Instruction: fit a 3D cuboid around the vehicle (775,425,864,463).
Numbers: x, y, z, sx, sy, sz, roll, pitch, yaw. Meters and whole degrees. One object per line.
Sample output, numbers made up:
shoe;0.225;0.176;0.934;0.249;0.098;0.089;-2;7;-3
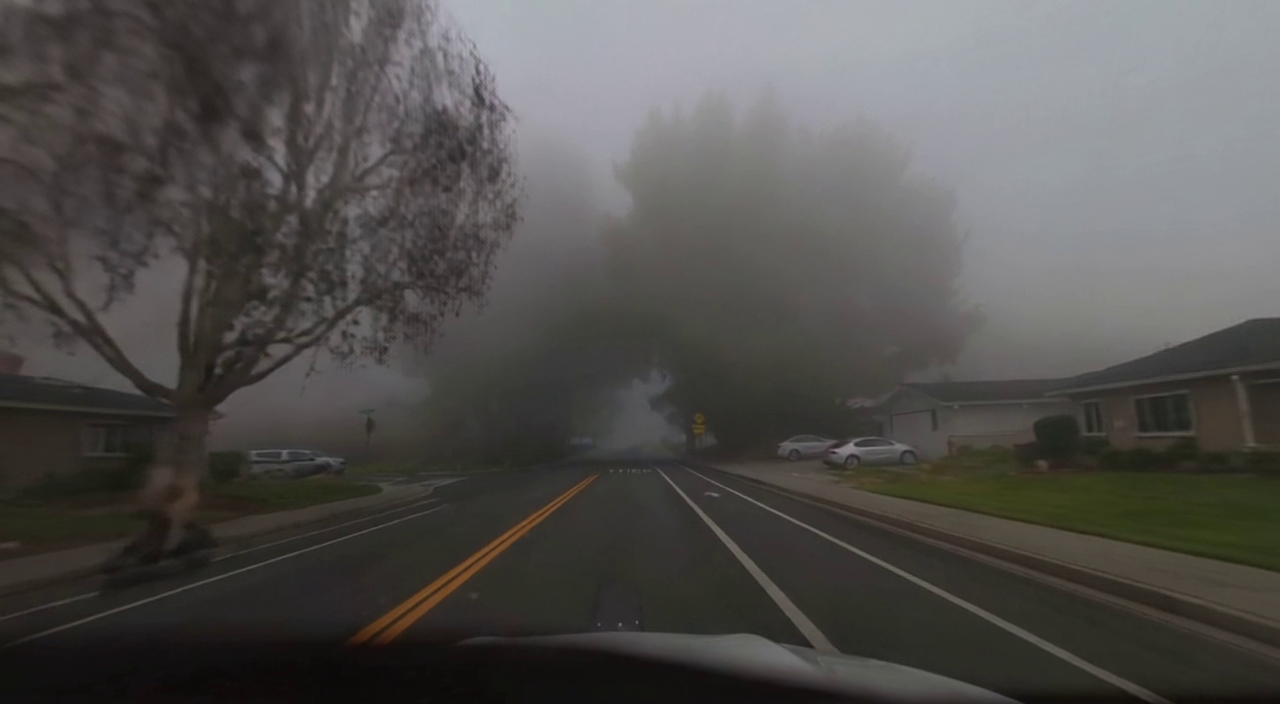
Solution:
vehicle;10.757;5.561;38.116;4.459;1.696;2.361;-6;-9;-2

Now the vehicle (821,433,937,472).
vehicle;10.949;4.625;29.185;4.493;1.493;1.926;-3;-9;-4

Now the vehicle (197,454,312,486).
vehicle;-18.962;5.804;31.174;4.440;1.445;1.919;-1;-9;4

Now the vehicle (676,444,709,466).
vehicle;3.747;7.410;45.593;1.940;1.470;4.101;0;-9;-1
